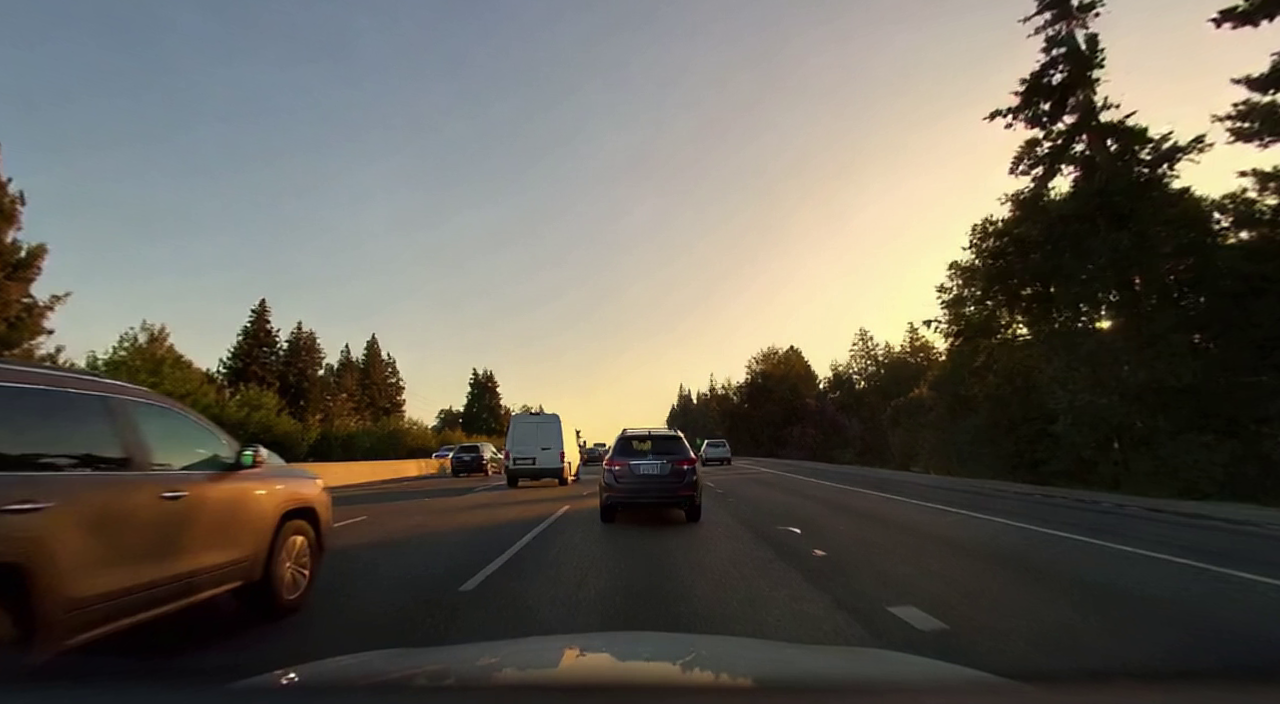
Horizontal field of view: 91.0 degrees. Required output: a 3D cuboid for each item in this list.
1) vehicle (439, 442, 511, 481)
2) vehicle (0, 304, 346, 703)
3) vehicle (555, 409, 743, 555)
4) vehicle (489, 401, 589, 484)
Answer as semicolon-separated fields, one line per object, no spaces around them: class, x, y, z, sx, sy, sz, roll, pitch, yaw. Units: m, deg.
vehicle;-6.918;4.625;26.860;1.877;1.490;4.141;0;-9;1
vehicle;-3.490;0.813;2.906;2.142;1.808;4.266;0;-9;0
vehicle;0.068;1.856;9.651;2.223;1.722;4.177;0;-9;-1
vehicle;-3.161;3.043;21.181;2.359;2.399;5.500;0;-9;1
